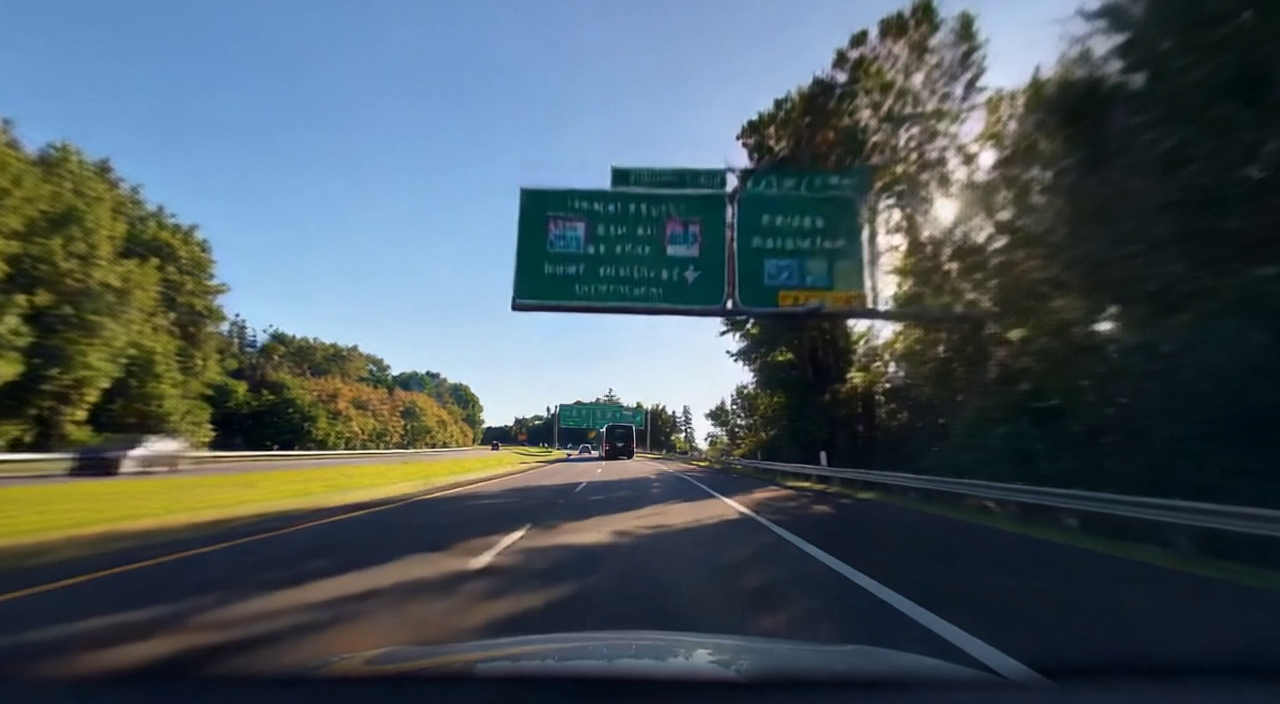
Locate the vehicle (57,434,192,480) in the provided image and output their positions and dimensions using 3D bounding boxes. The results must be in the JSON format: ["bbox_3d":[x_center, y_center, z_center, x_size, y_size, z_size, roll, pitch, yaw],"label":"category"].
[{"bbox_3d":[-19.631,4.025,24.260,1.810,1.612,4.003,0,-9,-1],"label":"vehicle"}]
